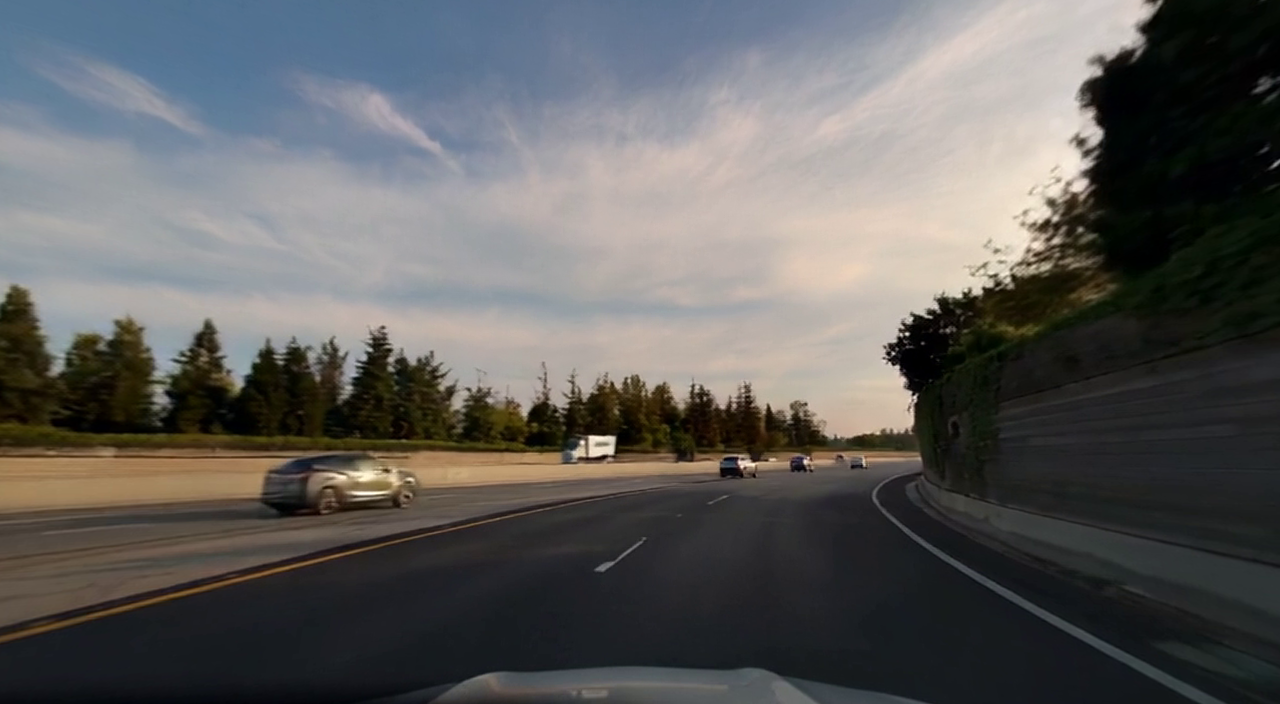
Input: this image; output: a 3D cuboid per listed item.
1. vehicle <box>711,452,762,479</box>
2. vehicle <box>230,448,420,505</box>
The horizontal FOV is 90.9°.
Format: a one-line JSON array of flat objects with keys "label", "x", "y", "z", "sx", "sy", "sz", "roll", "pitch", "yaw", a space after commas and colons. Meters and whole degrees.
[{"label": "vehicle", "x": 6.254, "y": 7.258, "z": 40.518, "sx": 1.769, "sy": 1.583, "sz": 4.387, "roll": -5, "pitch": -10, "yaw": 29}, {"label": "vehicle", "x": -9.277, "y": 3.659, "z": 19.073, "sx": 1.699, "sy": 1.461, "sz": 4.924, "roll": -5, "pitch": -10, "yaw": 30}]
